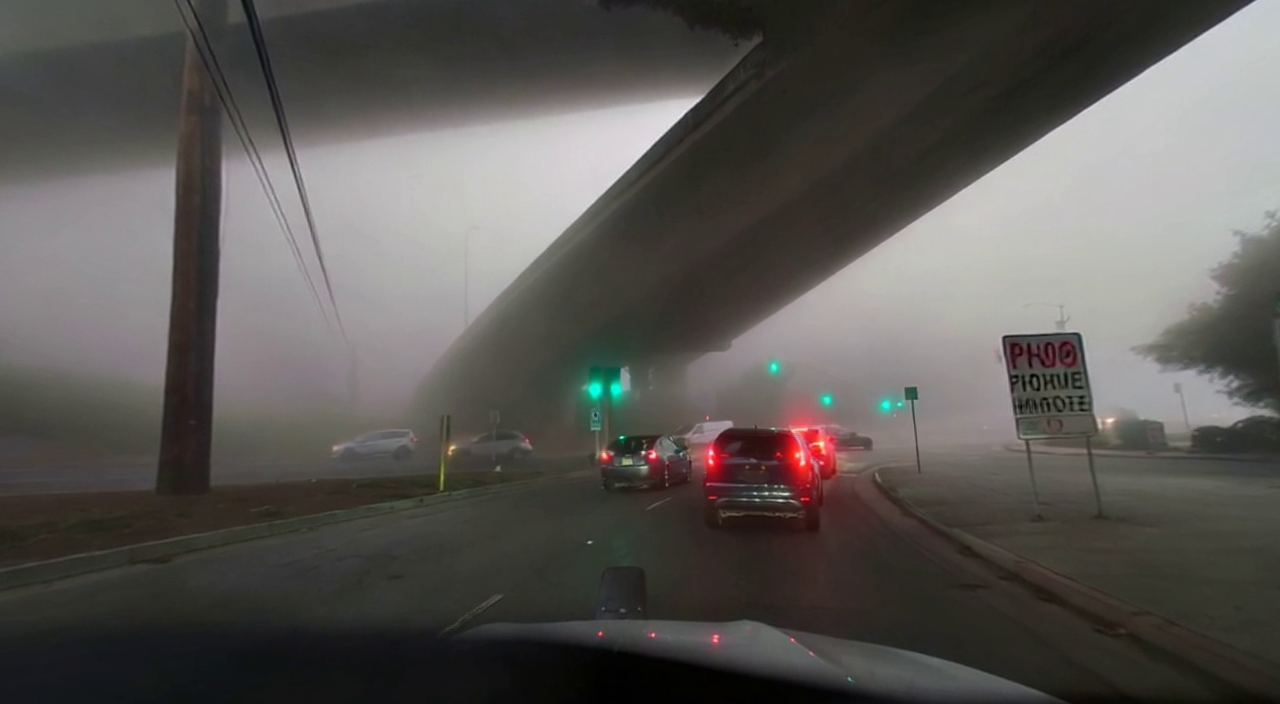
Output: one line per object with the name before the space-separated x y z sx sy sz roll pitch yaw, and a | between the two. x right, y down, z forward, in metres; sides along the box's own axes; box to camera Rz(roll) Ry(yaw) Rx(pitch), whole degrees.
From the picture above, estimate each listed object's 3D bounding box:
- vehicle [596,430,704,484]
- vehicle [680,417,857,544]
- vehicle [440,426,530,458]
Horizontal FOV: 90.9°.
vehicle | 0.474 3.327 20.288 2.214 1.519 4.704 -3 -9 17
vehicle | 2.063 1.953 10.286 2.195 1.571 4.353 -2 -8 12
vehicle | -9.285 5.423 37.955 4.827 1.885 2.008 -1 -8 3
